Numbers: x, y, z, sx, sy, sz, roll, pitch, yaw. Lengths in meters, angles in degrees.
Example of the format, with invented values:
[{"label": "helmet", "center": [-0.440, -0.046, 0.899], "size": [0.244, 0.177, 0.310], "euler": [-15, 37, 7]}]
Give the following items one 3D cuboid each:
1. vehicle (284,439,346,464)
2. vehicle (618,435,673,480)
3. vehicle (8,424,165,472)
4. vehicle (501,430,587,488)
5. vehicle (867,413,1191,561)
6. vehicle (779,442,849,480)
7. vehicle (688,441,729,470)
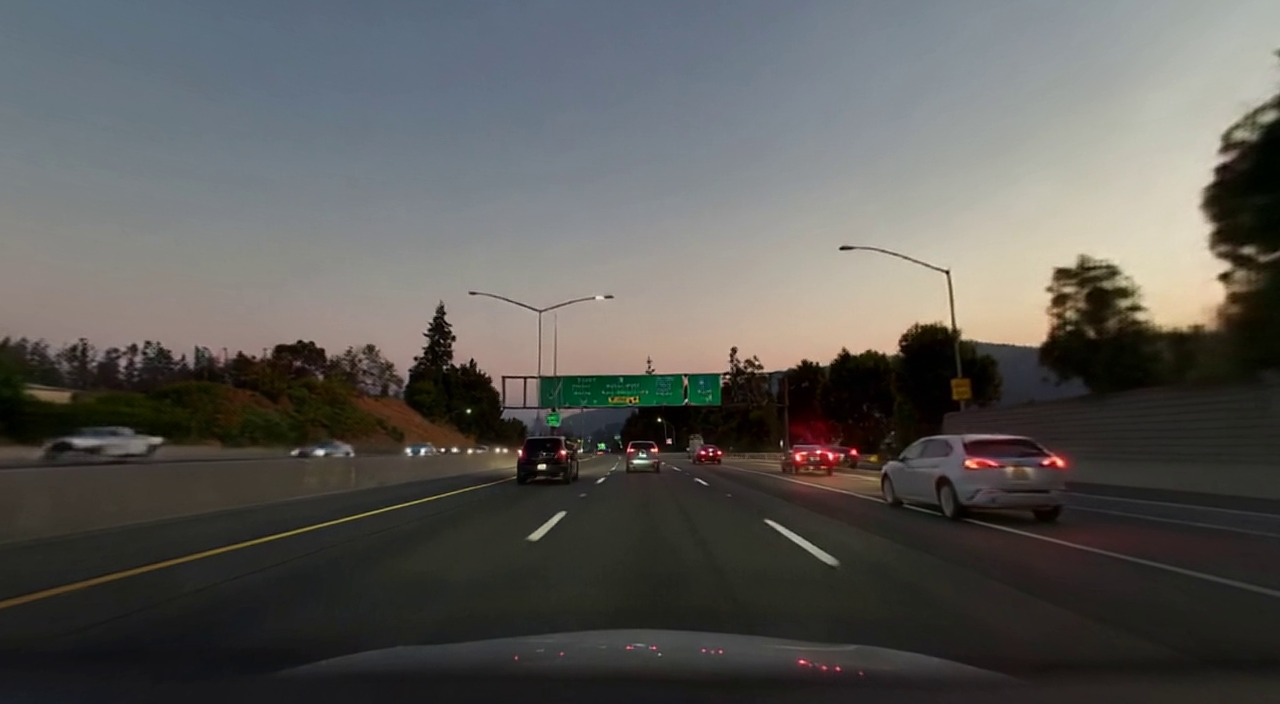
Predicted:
[{"label": "vehicle", "center": [-21.757, 6.657, 42.341], "size": [1.878, 1.579, 4.158], "euler": [0, -9, 1]}, {"label": "vehicle", "center": [0.209, 4.476, 26.924], "size": [2.181, 1.728, 3.970], "euler": [0, -9, 0]}, {"label": "vehicle", "center": [-25.393, 4.451, 29.250], "size": [2.490, 1.995, 5.219], "euler": [0, -9, 0]}, {"label": "vehicle", "center": [-3.214, 3.722, 22.181], "size": [2.199, 1.777, 4.790], "euler": [0, -9, 1]}, {"label": "vehicle", "center": [5.316, 1.905, 9.640], "size": [2.041, 1.669, 4.712], "euler": [0, -9, 2]}, {"label": "vehicle", "center": [7.743, 4.865, 28.421], "size": [1.989, 1.569, 3.964], "euler": [0, -9, -1]}, {"label": "vehicle", "center": [4.246, 6.489, 39.577], "size": [2.022, 1.682, 4.226], "euler": [0, -9, -1]}]
